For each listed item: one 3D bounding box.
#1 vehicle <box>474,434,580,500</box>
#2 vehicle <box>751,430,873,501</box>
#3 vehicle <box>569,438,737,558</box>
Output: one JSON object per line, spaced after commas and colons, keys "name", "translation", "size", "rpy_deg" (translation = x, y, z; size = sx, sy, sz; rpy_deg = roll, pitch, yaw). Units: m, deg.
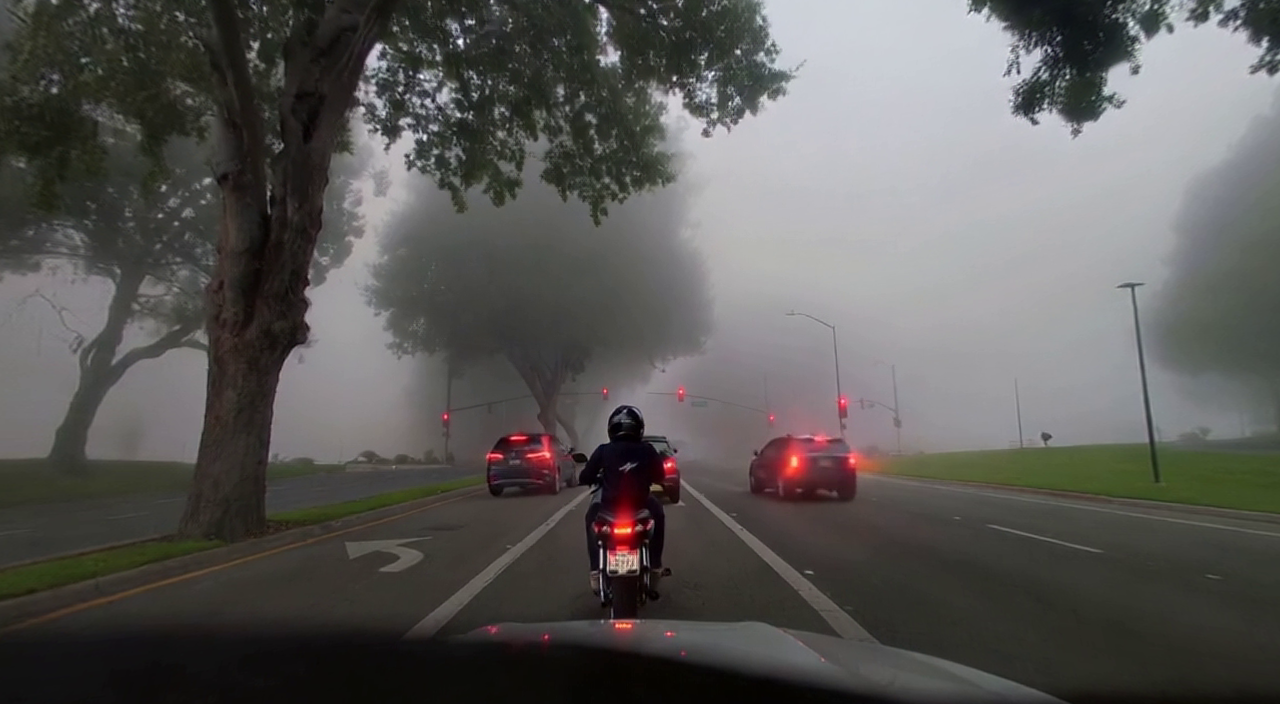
{"name": "vehicle", "translation": [-3.125, 3.301, 18.592], "size": [2.056, 1.647, 5.045], "rpy_deg": [-1, -8, 2]}
{"name": "vehicle", "translation": [4.446, 2.996, 17.110], "size": [2.075, 1.661, 4.229], "rpy_deg": [0, -8, 0]}
{"name": "vehicle", "translation": [0.137, 2.143, 10.121], "size": [2.093, 1.450, 4.437], "rpy_deg": [0, -8, -1]}
